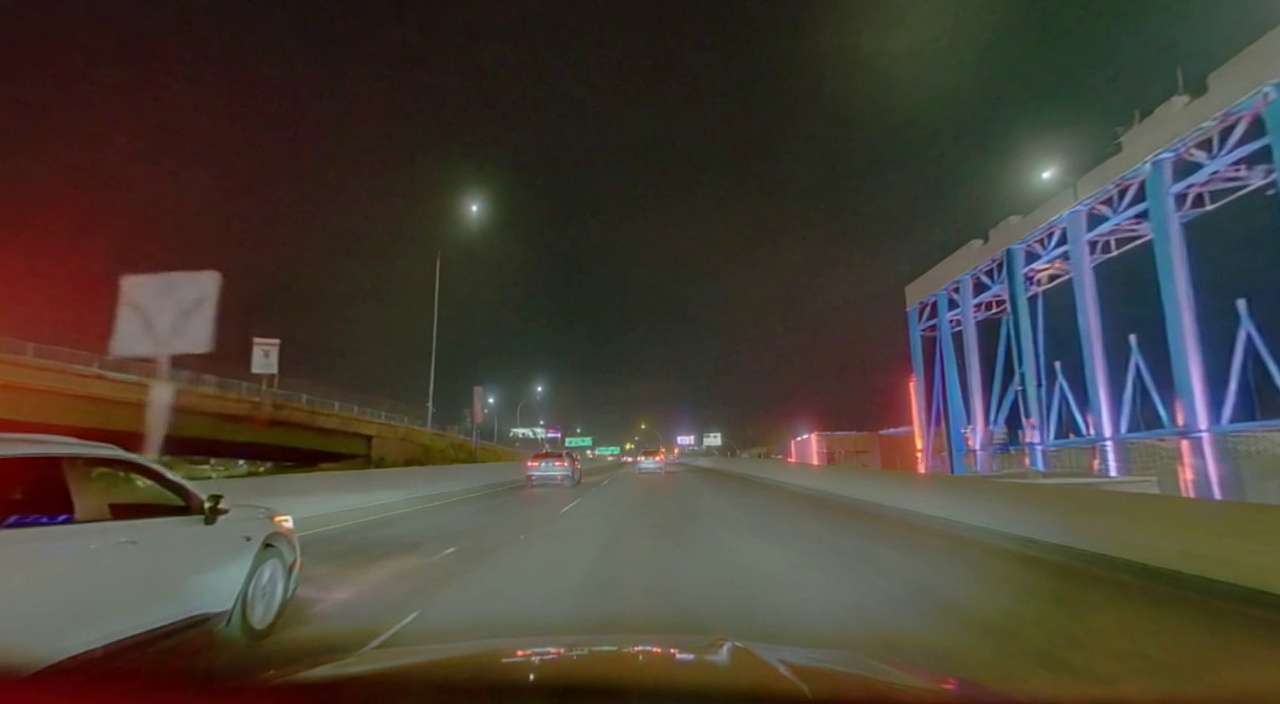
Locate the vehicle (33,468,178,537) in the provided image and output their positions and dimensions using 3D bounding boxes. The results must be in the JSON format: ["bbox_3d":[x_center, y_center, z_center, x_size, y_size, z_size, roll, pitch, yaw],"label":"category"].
[{"bbox_3d":[-37.198,10.393,44.500,3.004,3.950,8.532,0,-8,-3],"label":"vehicle"}]

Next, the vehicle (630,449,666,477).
[{"bbox_3d":[0.419,6.070,34.774,1.877,1.386,3.872,0,-8,-1],"label":"vehicle"}]

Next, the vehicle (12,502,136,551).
[{"bbox_3d":[-32.092,9.885,36.061,2.018,2.023,5.545,0,-8,-1],"label":"vehicle"}]

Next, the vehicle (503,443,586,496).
[{"bbox_3d":[-3.077,3.877,21.316,2.064,1.589,4.213,0,-8,1],"label":"vehicle"}]
